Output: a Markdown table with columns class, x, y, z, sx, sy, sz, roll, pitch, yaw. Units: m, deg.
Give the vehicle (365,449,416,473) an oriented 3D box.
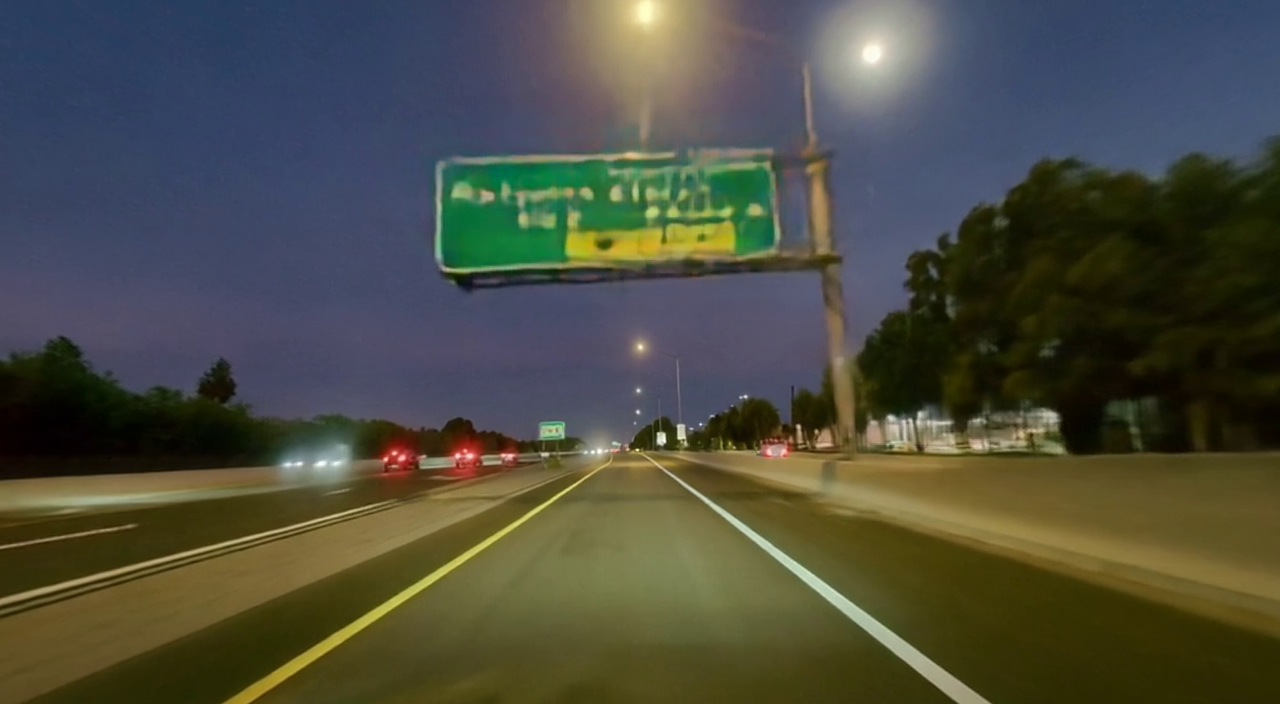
| class | x | y | z | sx | sy | sz | roll | pitch | yaw |
| --- | --- | --- | --- | --- | --- | --- | --- | --- | --- |
| vehicle | -19.015 | 8.298 | 48.430 | 2.126 | 1.671 | 5.173 | 0 | -9 | -4 |
